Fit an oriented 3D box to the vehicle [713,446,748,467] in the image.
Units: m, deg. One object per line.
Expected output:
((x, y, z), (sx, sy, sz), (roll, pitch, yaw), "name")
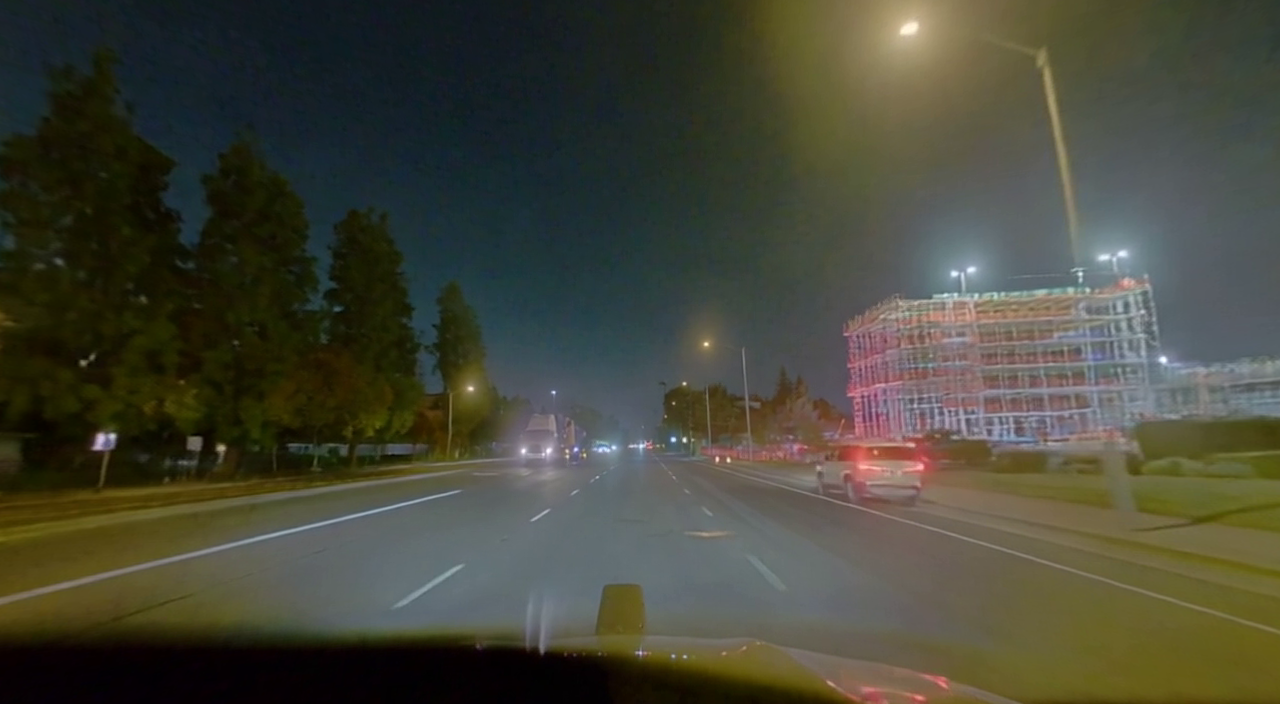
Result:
((6.881, 7.990, 48.158), (1.933, 1.488, 4.736), (0, -8, 0), "vehicle")

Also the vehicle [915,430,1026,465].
((16.595, 4.818, 31.646), (4.422, 1.677, 2.004), (0, -9, -1), "vehicle")

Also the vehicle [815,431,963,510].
((6.708, 3.227, 17.659), (2.169, 1.880, 4.849), (0, -9, 0), "vehicle")

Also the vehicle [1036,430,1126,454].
((29.544, 6.026, 42.145), (4.455, 1.607, 1.950), (0, -7, 2), "vehicle")

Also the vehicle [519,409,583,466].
((-6.722, 6.748, 49.247), (3.071, 3.982, 10.729), (0, -8, 2), "vehicle")
